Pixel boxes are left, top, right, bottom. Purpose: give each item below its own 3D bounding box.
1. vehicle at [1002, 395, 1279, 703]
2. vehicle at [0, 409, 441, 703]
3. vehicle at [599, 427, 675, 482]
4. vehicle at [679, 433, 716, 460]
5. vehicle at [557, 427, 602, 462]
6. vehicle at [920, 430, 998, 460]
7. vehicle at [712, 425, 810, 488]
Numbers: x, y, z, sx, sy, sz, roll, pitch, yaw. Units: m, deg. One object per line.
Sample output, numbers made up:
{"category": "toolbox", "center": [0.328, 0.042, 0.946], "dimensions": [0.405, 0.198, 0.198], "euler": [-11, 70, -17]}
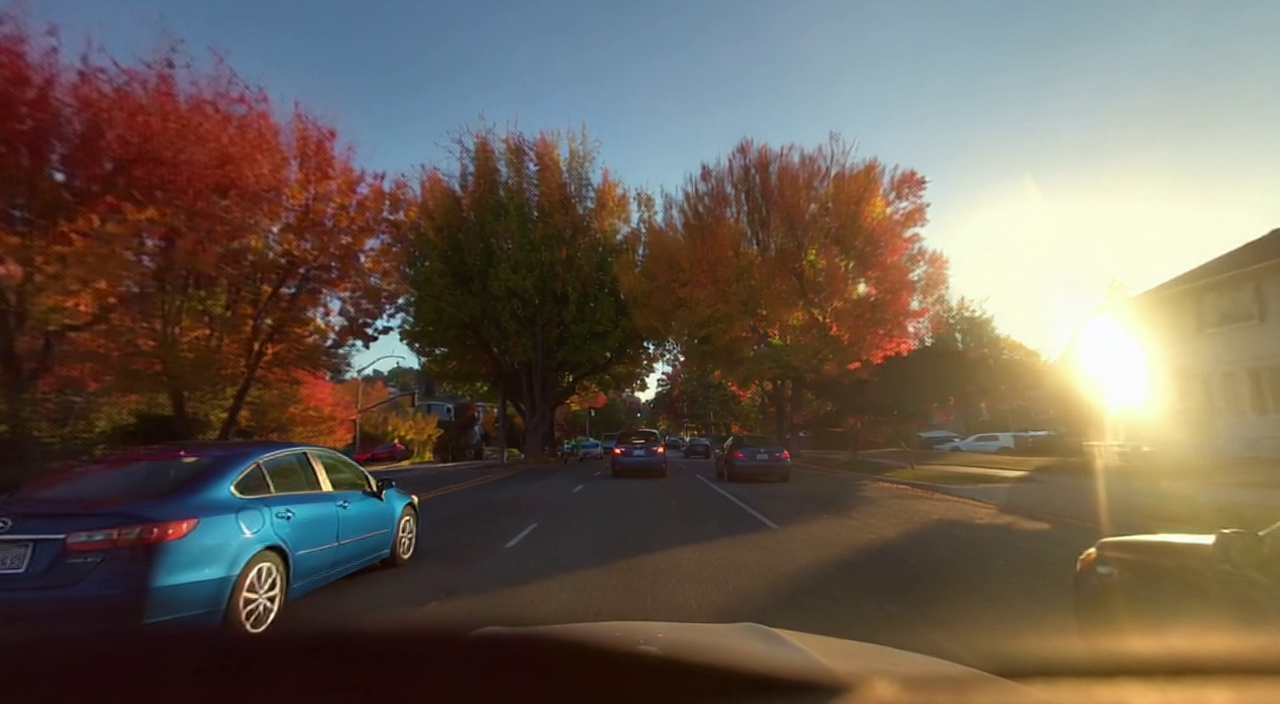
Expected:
{"category": "vehicle", "center": [3.394, 0.826, 1.791], "dimensions": [2.060, 1.474, 4.475], "euler": [0, -8, 0]}
{"category": "vehicle", "center": [-3.514, 1.368, 5.457], "dimensions": [1.997, 1.479, 4.547], "euler": [0, -8, 1]}
{"category": "vehicle", "center": [-0.098, 3.420, 21.199], "dimensions": [2.293, 1.662, 4.262], "euler": [0, -8, -1]}
{"category": "vehicle", "center": [3.835, 6.399, 42.506], "dimensions": [2.067, 1.687, 4.163], "euler": [0, -8, -1]}
{"category": "vehicle", "center": [-3.710, 5.835, 39.476], "dimensions": [2.246, 2.062, 5.123], "euler": [0, -8, 1]}
{"category": "vehicle", "center": [17.718, 5.248, 35.094], "dimensions": [1.767, 1.400, 4.107], "euler": [-3, -10, -7]}
{"category": "vehicle", "center": [3.527, 3.148, 19.187], "dimensions": [2.019, 1.675, 4.488], "euler": [0, -8, -1]}
